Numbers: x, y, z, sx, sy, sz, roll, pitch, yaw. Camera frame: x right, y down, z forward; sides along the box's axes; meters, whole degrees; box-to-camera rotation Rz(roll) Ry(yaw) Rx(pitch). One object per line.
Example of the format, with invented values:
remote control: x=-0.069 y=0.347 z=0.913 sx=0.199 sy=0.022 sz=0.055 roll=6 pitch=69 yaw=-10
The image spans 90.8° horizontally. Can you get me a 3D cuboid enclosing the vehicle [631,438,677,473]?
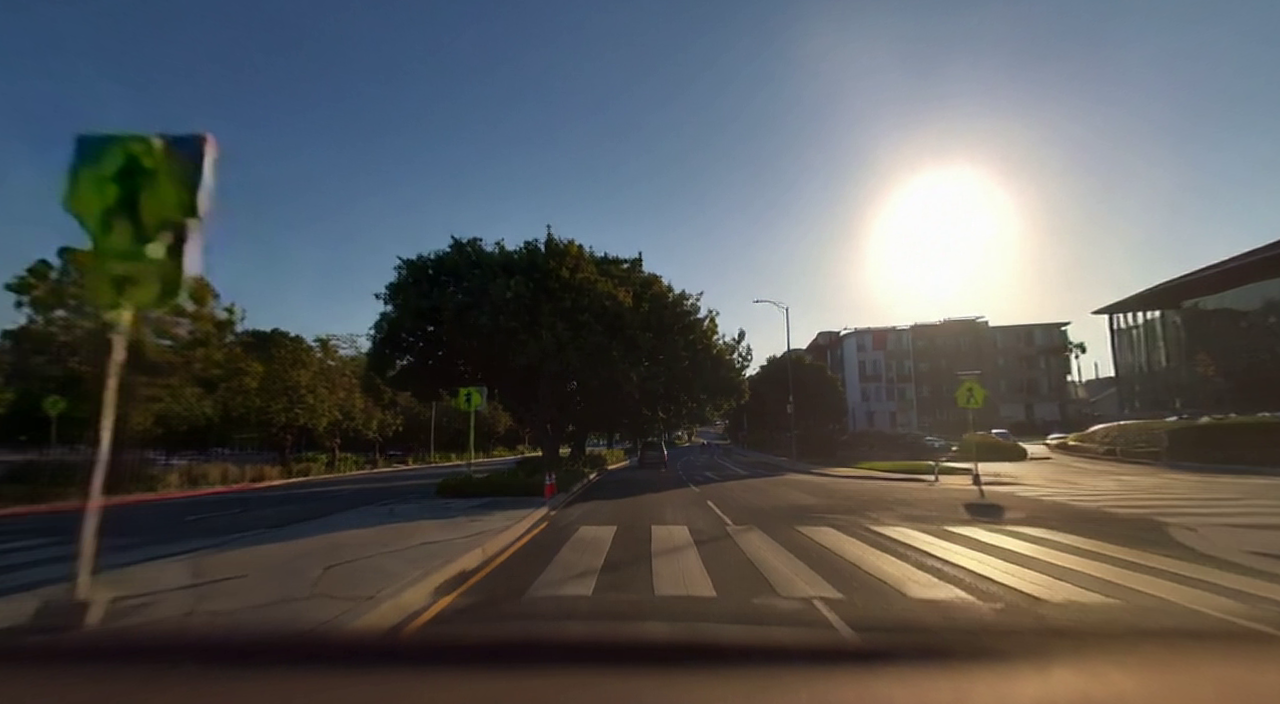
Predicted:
vehicle: x=0.718 y=5.170 z=31.789 sx=2.158 sy=1.600 sz=3.865 roll=-1 pitch=-8 yaw=2
